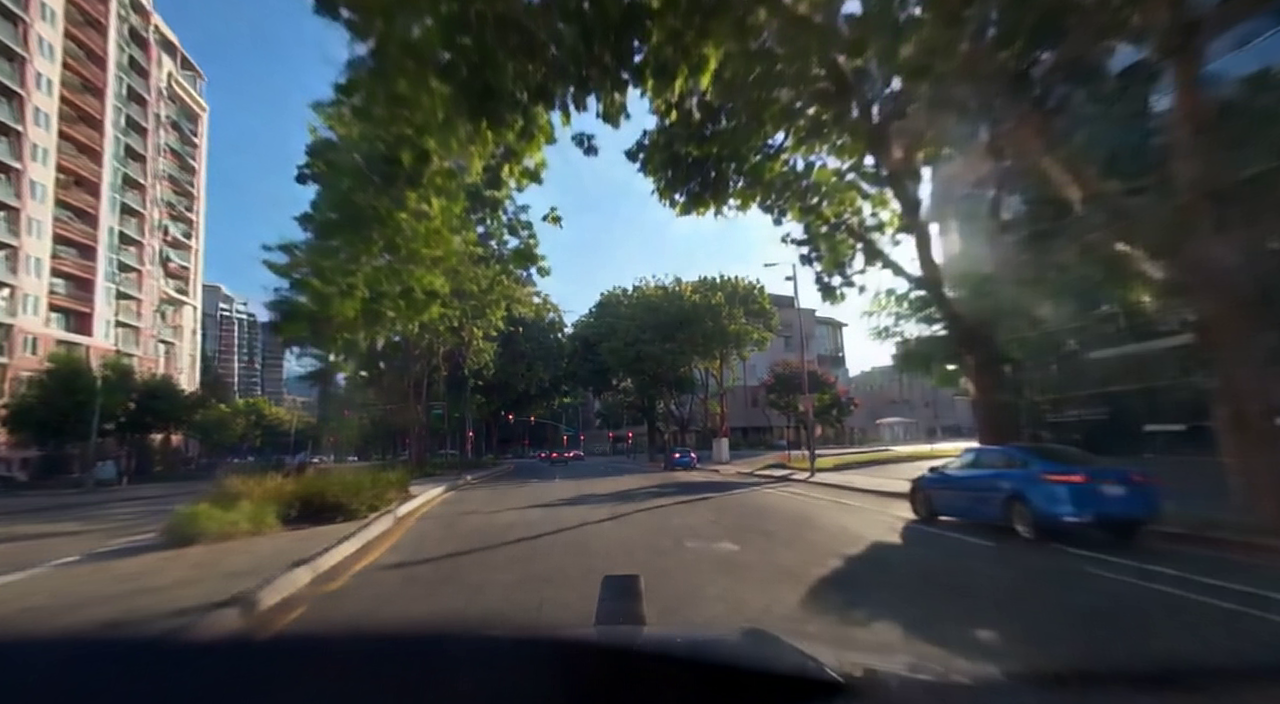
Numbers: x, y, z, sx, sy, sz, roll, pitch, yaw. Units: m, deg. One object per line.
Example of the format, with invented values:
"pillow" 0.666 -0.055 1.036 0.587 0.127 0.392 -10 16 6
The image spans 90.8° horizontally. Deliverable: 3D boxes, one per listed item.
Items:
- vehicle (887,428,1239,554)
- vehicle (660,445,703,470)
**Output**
"vehicle" 6.111 2.054 10.199 1.984 1.479 5.102 1 -8 -3
"vehicle" 2.854 7.401 44.500 2.042 1.635 4.858 1 -9 -8
